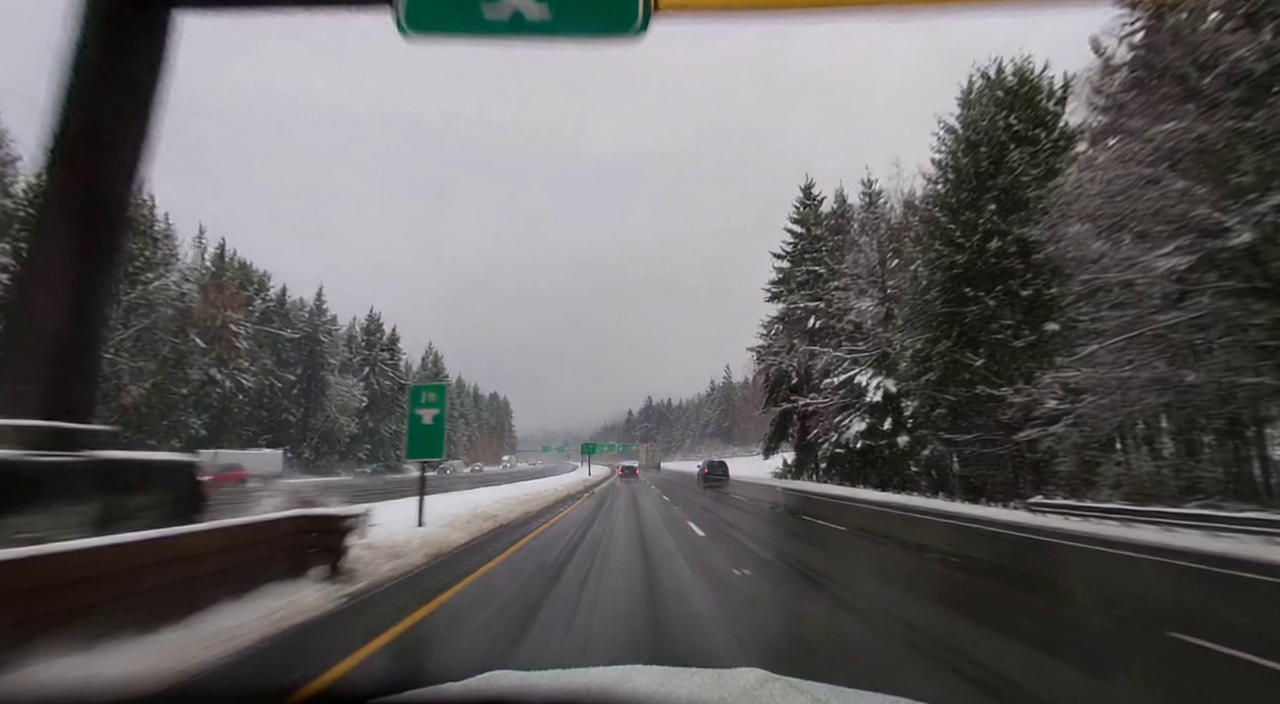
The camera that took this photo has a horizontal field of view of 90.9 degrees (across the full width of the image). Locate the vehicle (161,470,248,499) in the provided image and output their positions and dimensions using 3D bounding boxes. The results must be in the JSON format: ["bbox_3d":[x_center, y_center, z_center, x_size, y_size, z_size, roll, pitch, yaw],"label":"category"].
[{"bbox_3d":[-23.638,7.180,34.402,1.751,1.395,4.139,1,-10,0],"label":"vehicle"}]

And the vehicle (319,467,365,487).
[{"bbox_3d":[-23.087,9.676,48.922,1.727,1.421,3.652,1,-10,0],"label":"vehicle"}]

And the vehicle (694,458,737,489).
[{"bbox_3d":[4.611,7.486,38.912,1.998,1.776,4.663,1,-10,-1],"label":"vehicle"}]
